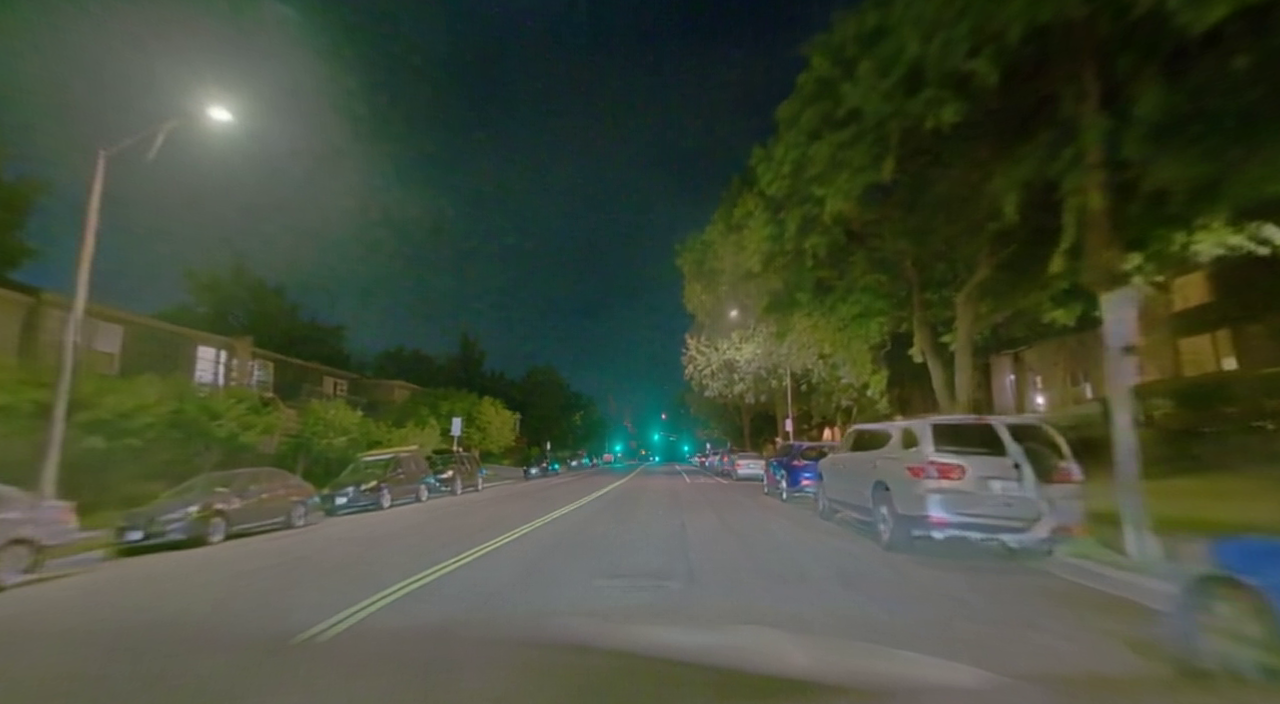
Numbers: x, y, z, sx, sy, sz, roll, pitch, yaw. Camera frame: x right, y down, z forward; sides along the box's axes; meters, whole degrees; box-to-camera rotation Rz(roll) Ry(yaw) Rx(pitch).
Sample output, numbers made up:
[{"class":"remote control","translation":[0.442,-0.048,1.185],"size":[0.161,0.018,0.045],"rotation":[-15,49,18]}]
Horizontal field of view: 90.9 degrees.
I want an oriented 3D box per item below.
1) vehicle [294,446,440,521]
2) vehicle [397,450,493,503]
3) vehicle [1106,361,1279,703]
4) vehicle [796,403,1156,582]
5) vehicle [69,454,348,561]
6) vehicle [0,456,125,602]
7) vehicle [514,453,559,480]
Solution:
[{"class":"vehicle","translation":[-7.388,3.538,17.658],"size":[1.973,1.755,4.528],"rotation":[-1,-8,1]},{"class":"vehicle","translation":[-7.135,4.557,23.621],"size":[1.996,1.628,4.603],"rotation":[-1,-8,2]},{"class":"vehicle","translation":[3.920,0.736,1.436],"size":[2.216,1.779,4.630],"rotation":[0,-8,2]},{"class":"vehicle","translation":[4.488,2.014,10.202],"size":[2.434,1.948,6.400],"rotation":[0,-8,1]},{"class":"vehicle","translation":[-7.549,2.714,11.766],"size":[1.948,1.477,4.518],"rotation":[-2,-9,1]},{"class":"vehicle","translation":[-7.638,1.760,5.748],"size":[1.963,1.470,4.671],"rotation":[-2,-9,0]},{"class":"vehicle","translation":[-6.465,7.188,39.726],"size":[1.903,1.463,4.526],"rotation":[-1,-8,2]}]
